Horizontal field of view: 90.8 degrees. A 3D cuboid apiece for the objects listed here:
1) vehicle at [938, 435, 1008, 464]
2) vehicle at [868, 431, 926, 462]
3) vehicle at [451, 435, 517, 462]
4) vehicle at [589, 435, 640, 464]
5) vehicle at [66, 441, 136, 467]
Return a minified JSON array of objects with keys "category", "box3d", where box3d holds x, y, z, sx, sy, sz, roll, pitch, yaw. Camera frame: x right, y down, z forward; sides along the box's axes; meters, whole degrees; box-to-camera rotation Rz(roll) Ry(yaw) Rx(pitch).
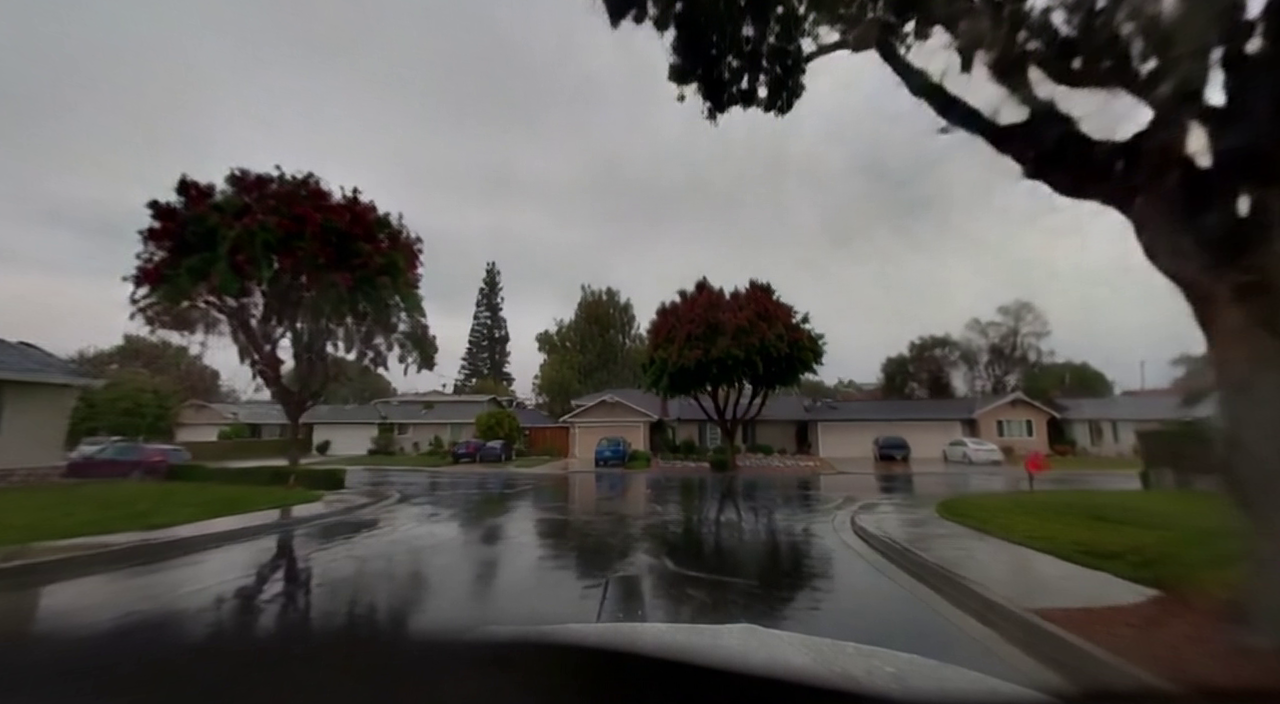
[{"category":"vehicle","box3d":[19.051,5.633,36.382,1.873,1.556,4.216,-1,-9,3]},{"category":"vehicle","box3d":[15.245,5.663,37.776,1.937,1.731,4.179,-1,-9,4]},{"category":"vehicle","box3d":[-10.459,6.560,42.695,1.942,1.700,4.478,-4,-10,24]},{"category":"vehicle","box3d":[-1.495,6.053,39.174,1.942,1.651,4.655,-2,-9,14]},{"category":"vehicle","box3d":[-37.485,7.109,43.940,4.105,1.691,2.003,-4,-10,24]}]
